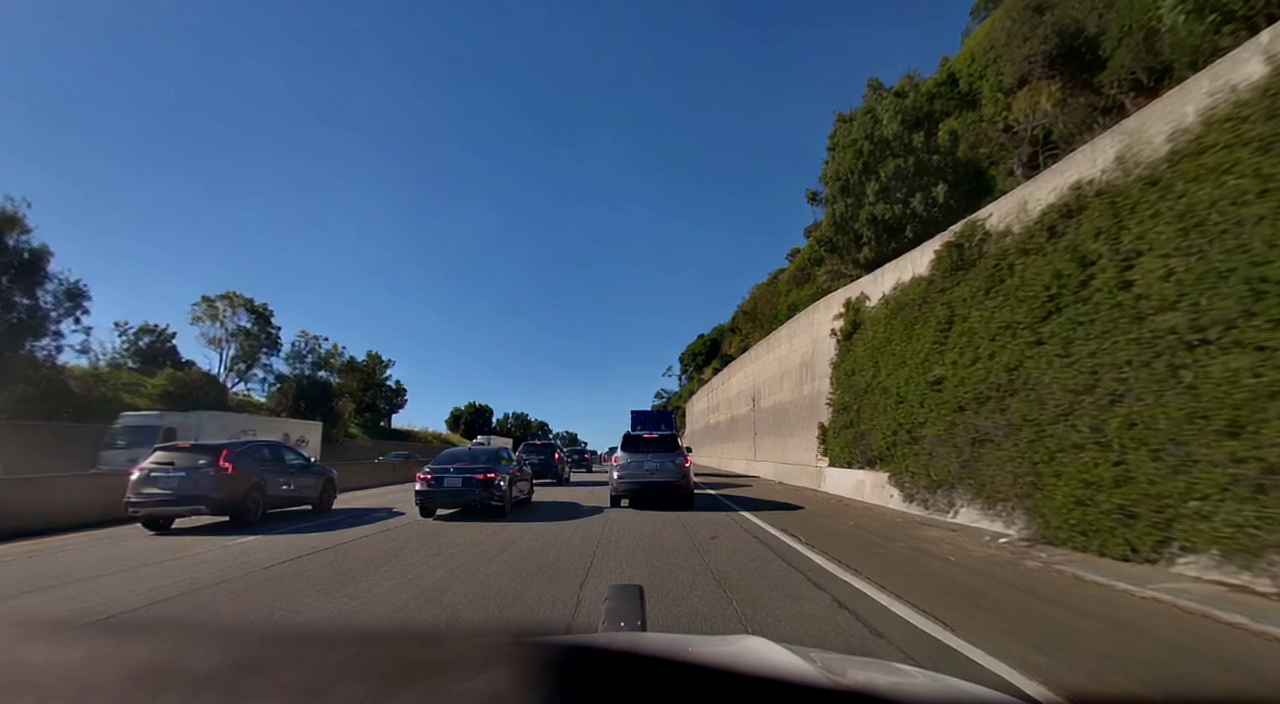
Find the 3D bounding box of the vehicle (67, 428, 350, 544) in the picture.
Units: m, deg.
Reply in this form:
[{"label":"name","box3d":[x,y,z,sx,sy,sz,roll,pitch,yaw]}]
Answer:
[{"label":"vehicle","box3d":[-7.469,2.347,11.695,1.986,1.700,4.558,0,-9,0]}]

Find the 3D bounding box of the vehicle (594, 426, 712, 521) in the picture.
[{"label":"vehicle","box3d":[0.227,2.704,14.564,2.210,1.760,5.303,0,-9,-1]}]

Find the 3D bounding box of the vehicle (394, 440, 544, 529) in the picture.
[{"label":"vehicle","box3d":[-3.253,2.601,12.886,1.917,1.506,3.949,0,-9,1]}]
